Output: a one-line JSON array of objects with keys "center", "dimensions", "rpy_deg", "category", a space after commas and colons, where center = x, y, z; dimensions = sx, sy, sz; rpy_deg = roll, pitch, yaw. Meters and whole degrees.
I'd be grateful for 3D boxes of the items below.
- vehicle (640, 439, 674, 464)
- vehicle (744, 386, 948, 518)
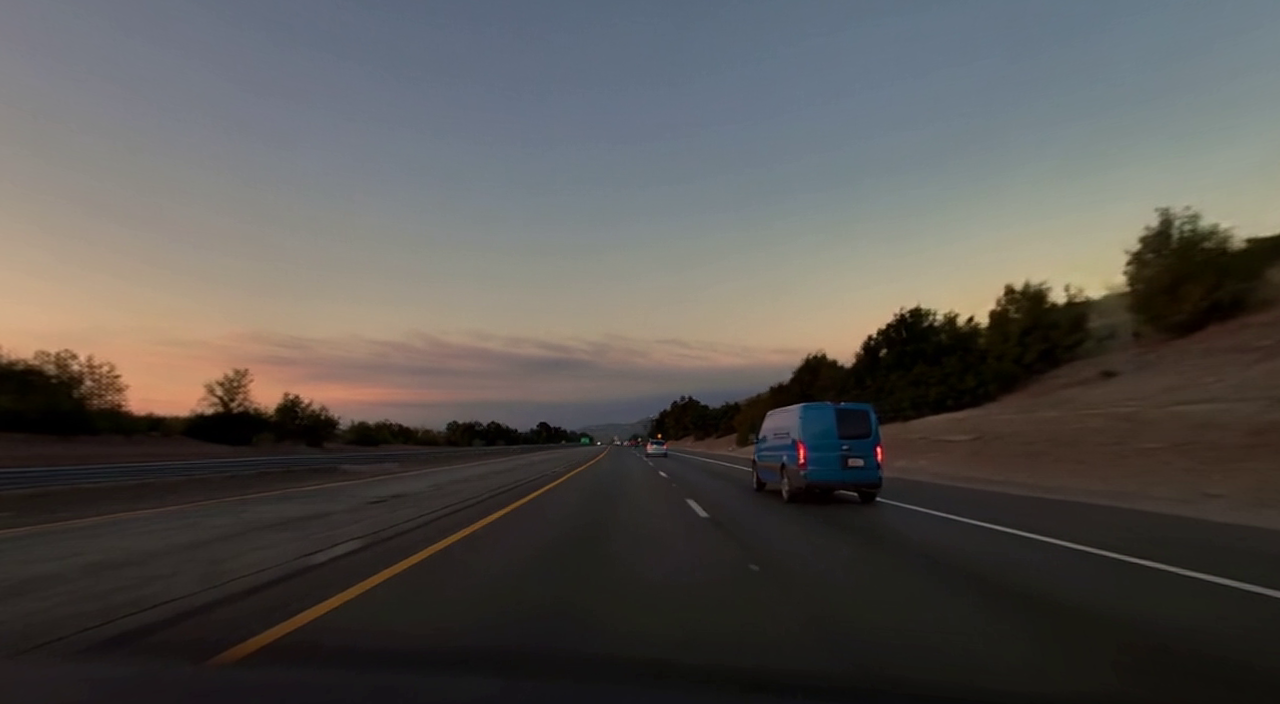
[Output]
[{"center": [1.005, 6.284, 39.948], "dimensions": [2.005, 1.466, 3.739], "rpy_deg": [0, -8, -1], "category": "vehicle"}, {"center": [3.643, 1.898, 12.319], "dimensions": [2.269, 2.048, 4.679], "rpy_deg": [0, -8, -1], "category": "vehicle"}]
